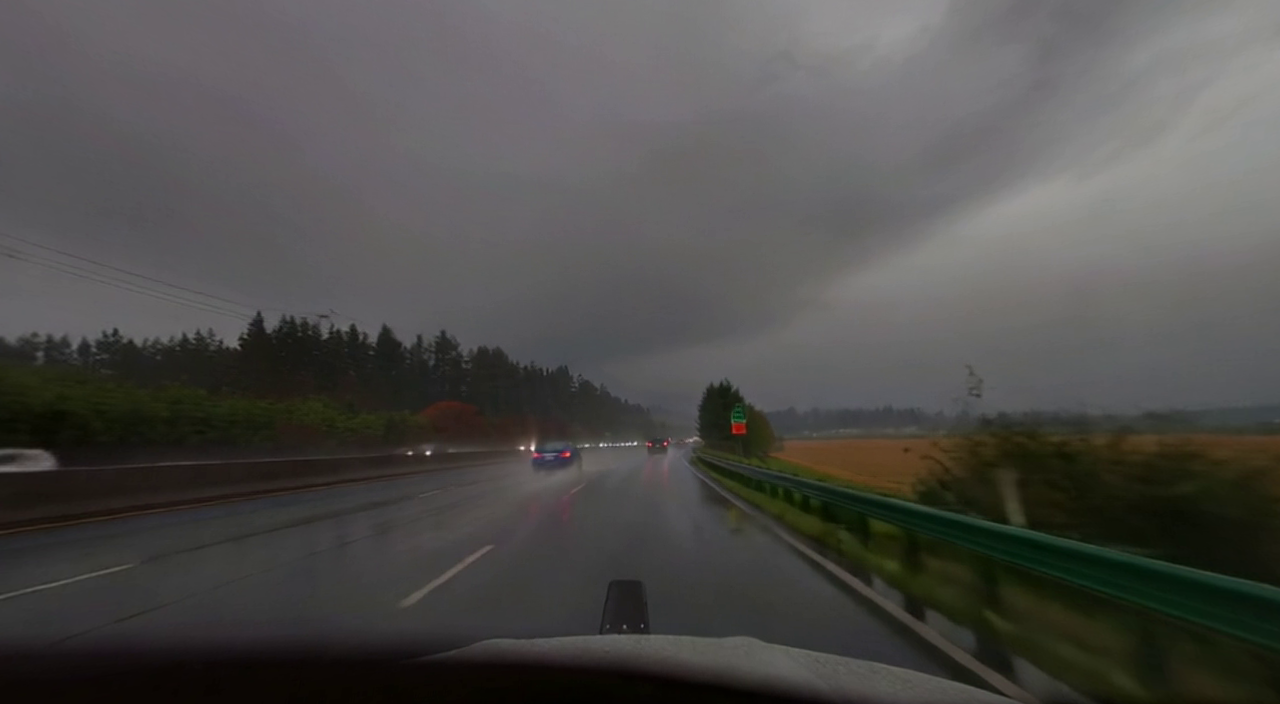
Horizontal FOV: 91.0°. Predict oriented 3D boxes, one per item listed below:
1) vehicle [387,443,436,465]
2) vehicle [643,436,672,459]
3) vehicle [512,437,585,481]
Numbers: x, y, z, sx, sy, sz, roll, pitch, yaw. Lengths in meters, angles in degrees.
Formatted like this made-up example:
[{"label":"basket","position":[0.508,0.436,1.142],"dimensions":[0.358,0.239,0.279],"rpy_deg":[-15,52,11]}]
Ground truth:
[{"label":"vehicle","position":[-15.642,7.004,43.304],"dimensions":[1.804,1.419,3.775],"rpy_deg":[0,-8,2]},{"label":"vehicle","position":[1.368,7.449,49.189],"dimensions":[2.176,1.725,4.182],"rpy_deg":[0,-8,2]},{"label":"vehicle","position":[-3.397,4.036,24.179],"dimensions":[2.021,1.515,4.453],"rpy_deg":[0,-8,2]}]
